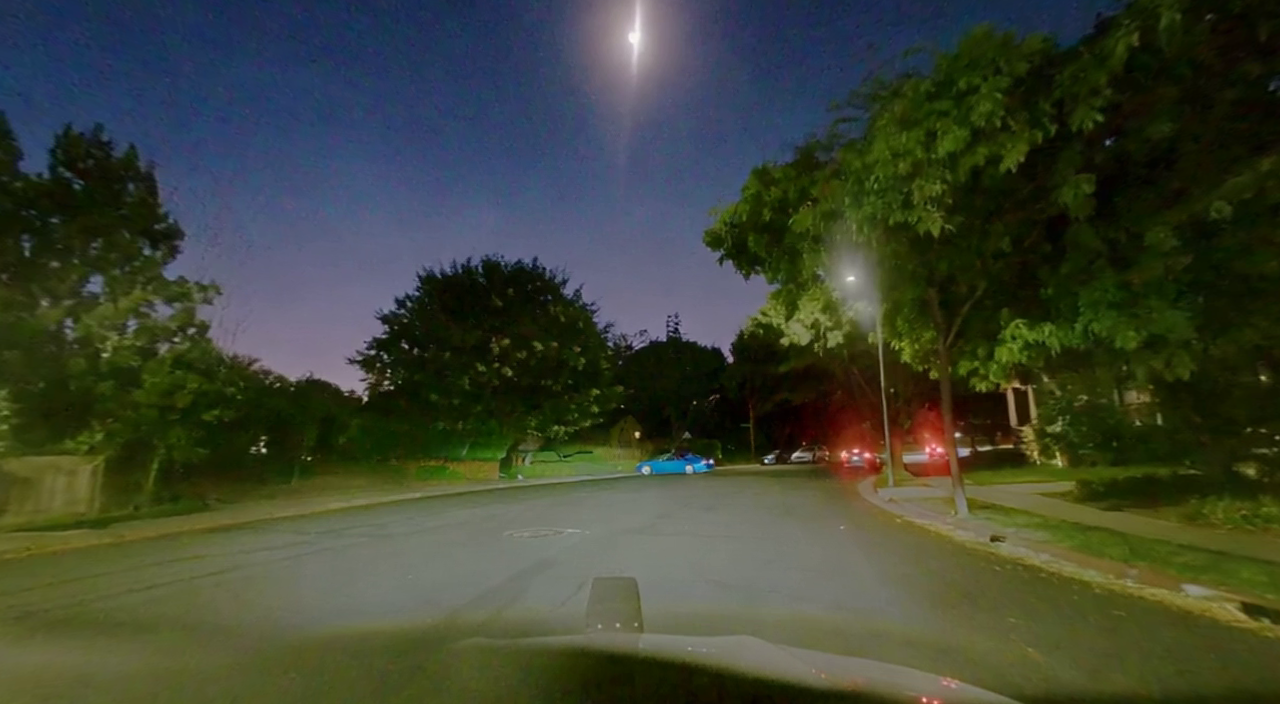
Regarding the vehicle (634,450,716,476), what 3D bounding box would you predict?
[{"bbox_3d":[2.153,6.823,39.020,4.653,1.480,1.871,-4,-9,23],"label":"vehicle"}]
